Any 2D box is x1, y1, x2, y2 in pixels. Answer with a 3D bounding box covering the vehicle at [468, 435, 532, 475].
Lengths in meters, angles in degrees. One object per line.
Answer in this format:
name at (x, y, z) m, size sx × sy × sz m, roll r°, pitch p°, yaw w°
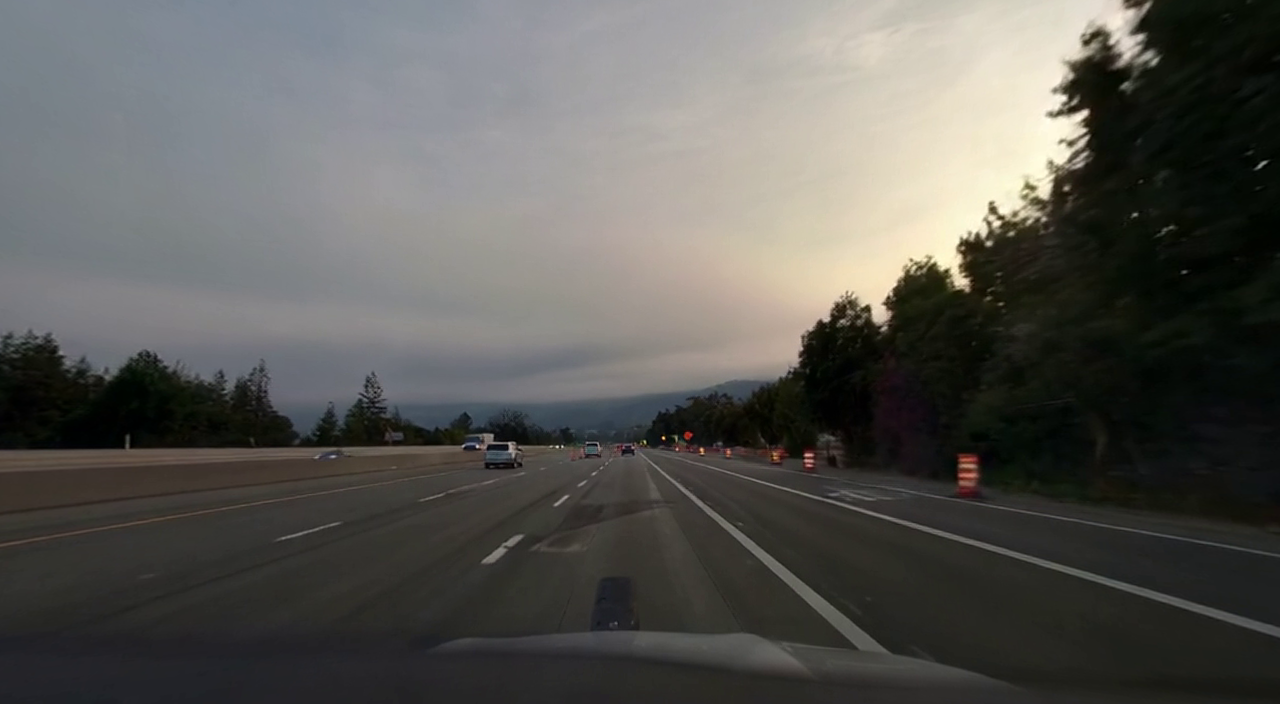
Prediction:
vehicle at (-6.582, 4.886, 30.212) m, size 2.036 × 1.758 × 4.529 m, roll 0°, pitch -9°, yaw -1°
